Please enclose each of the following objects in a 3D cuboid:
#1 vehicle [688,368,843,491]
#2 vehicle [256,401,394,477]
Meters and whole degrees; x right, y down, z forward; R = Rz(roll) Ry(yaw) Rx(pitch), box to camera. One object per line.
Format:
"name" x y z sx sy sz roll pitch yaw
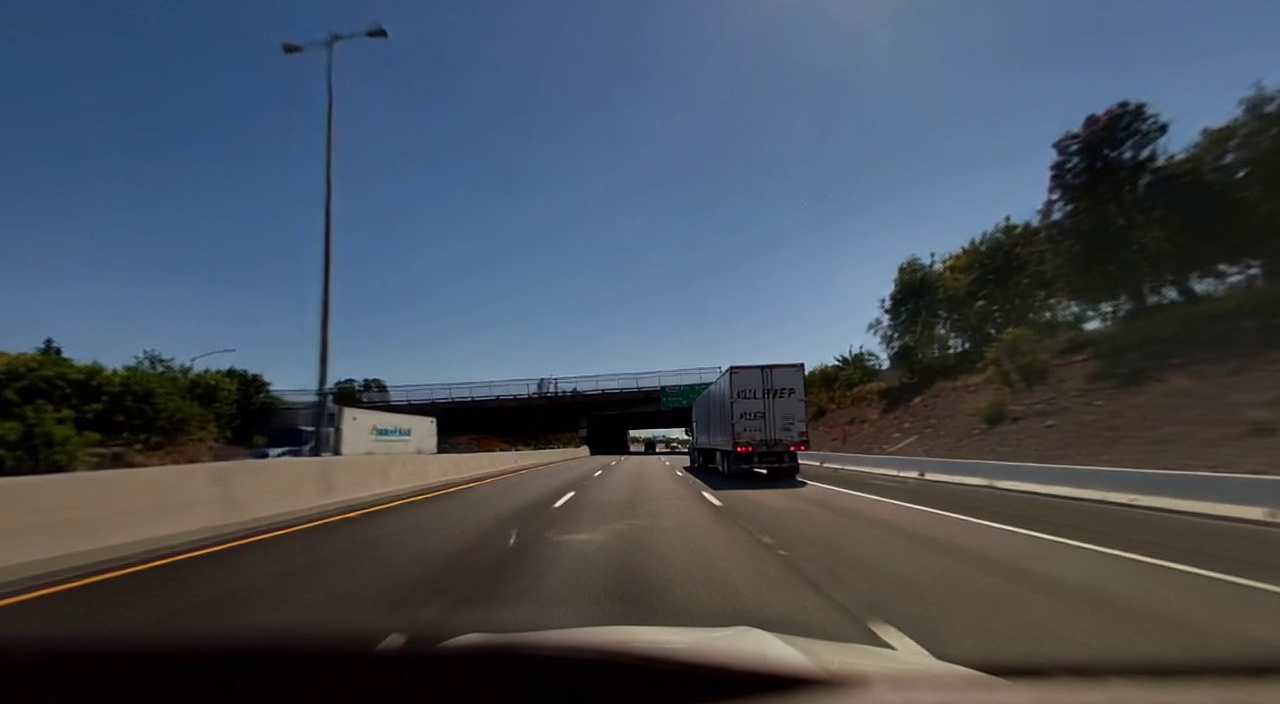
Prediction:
"vehicle" 4.054 3.034 24.007 3.306 3.531 11.717 0 -8 -1
"vehicle" -20.156 5.766 41.528 3.269 4.283 11.156 0 -8 0
